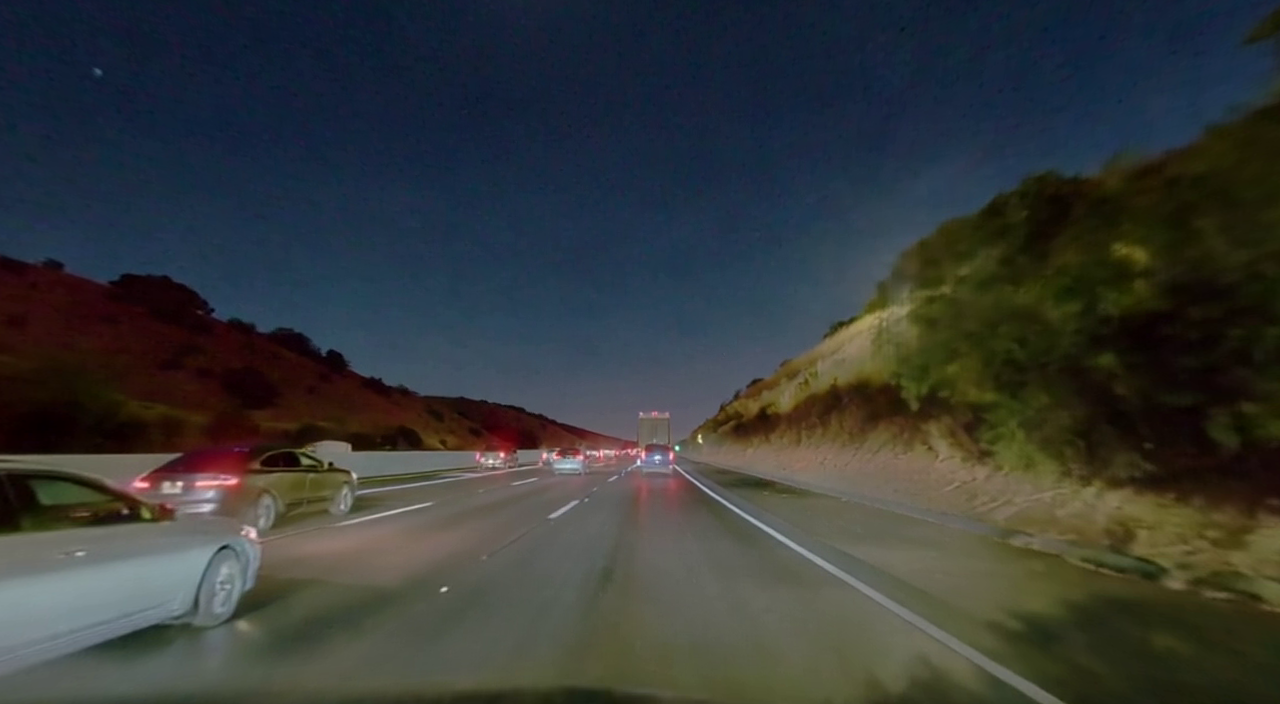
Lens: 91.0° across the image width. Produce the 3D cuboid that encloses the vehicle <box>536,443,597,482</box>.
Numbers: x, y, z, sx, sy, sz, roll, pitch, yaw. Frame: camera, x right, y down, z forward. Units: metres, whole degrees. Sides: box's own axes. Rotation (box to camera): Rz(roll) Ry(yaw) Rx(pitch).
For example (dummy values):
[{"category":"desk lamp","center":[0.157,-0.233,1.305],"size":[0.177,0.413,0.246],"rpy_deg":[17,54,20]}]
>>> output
[{"category":"vehicle","center":[-3.354,5.164,29.780],"size":[2.155,1.661,4.477],"rpy_deg":[0,-9,2]}]

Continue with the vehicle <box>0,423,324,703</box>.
[{"category":"vehicle","center":[-3.894,1.131,3.390],"size":[1.943,1.468,4.547],"rpy_deg":[1,-9,1]}]

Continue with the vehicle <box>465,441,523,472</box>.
[{"category":"vehicle","center":[-10.331,7.451,45.223],"size":[2.421,2.025,6.236],"rpy_deg":[0,-9,2]}]

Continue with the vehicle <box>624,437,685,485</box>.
[{"category":"vehicle","center":[0.586,4.456,26.022],"size":[2.281,1.795,4.297],"rpy_deg":[1,-9,1]}]
